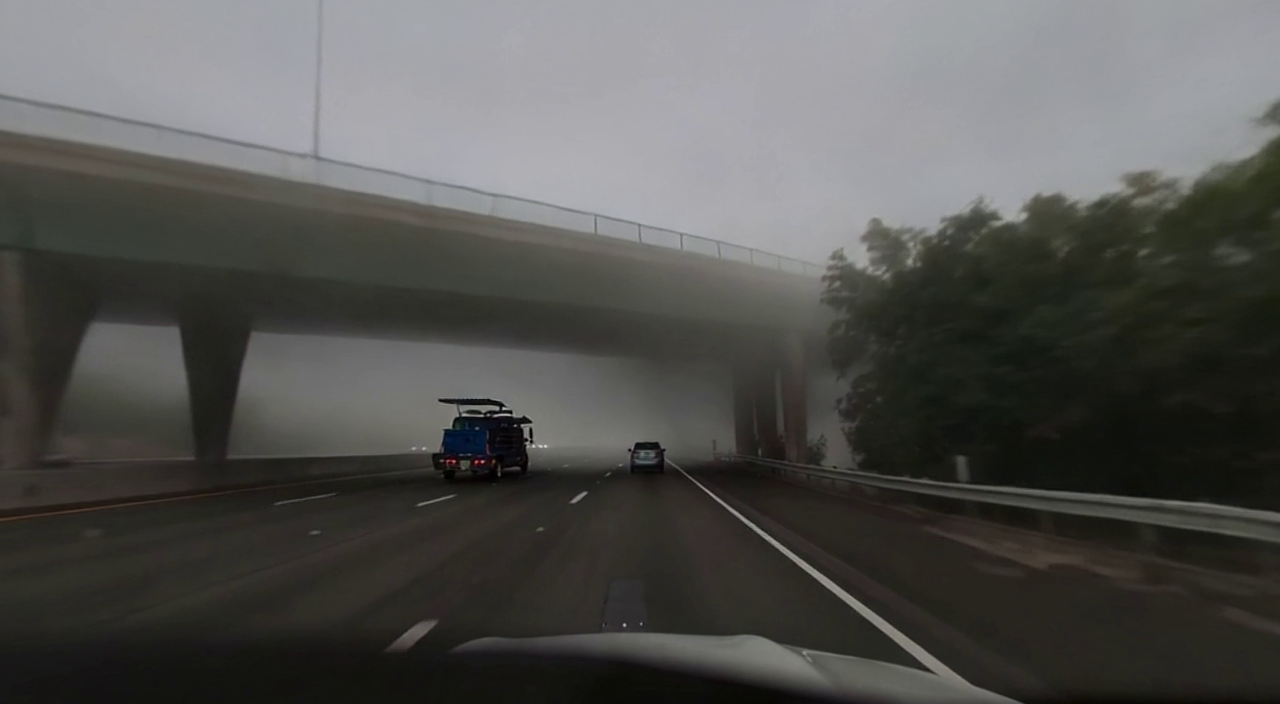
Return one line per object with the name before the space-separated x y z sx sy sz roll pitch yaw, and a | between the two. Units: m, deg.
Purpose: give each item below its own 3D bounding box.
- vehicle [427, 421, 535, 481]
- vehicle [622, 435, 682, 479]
vehicle | -6.573 4.245 27.312 2.827 2.236 7.057 0 -8 0
vehicle | 0.487 4.392 26.663 2.336 1.722 4.212 0 -8 0
